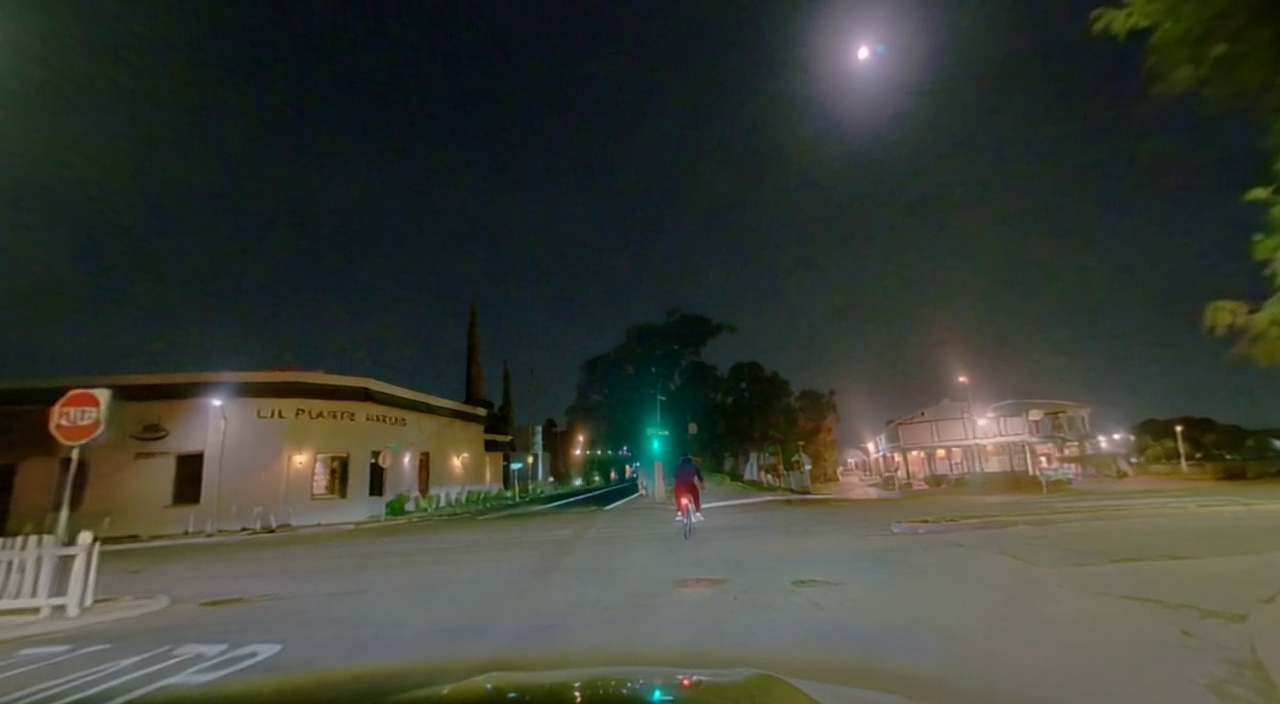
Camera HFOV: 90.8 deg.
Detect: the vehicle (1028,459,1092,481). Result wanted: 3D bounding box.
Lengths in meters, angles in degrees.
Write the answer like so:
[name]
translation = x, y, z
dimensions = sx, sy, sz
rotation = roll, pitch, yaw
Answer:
[vehicle]
translation = 32.364, 9.093, 48.710
dimensions = 3.794, 1.403, 1.636
rotation = -2, -10, -5
